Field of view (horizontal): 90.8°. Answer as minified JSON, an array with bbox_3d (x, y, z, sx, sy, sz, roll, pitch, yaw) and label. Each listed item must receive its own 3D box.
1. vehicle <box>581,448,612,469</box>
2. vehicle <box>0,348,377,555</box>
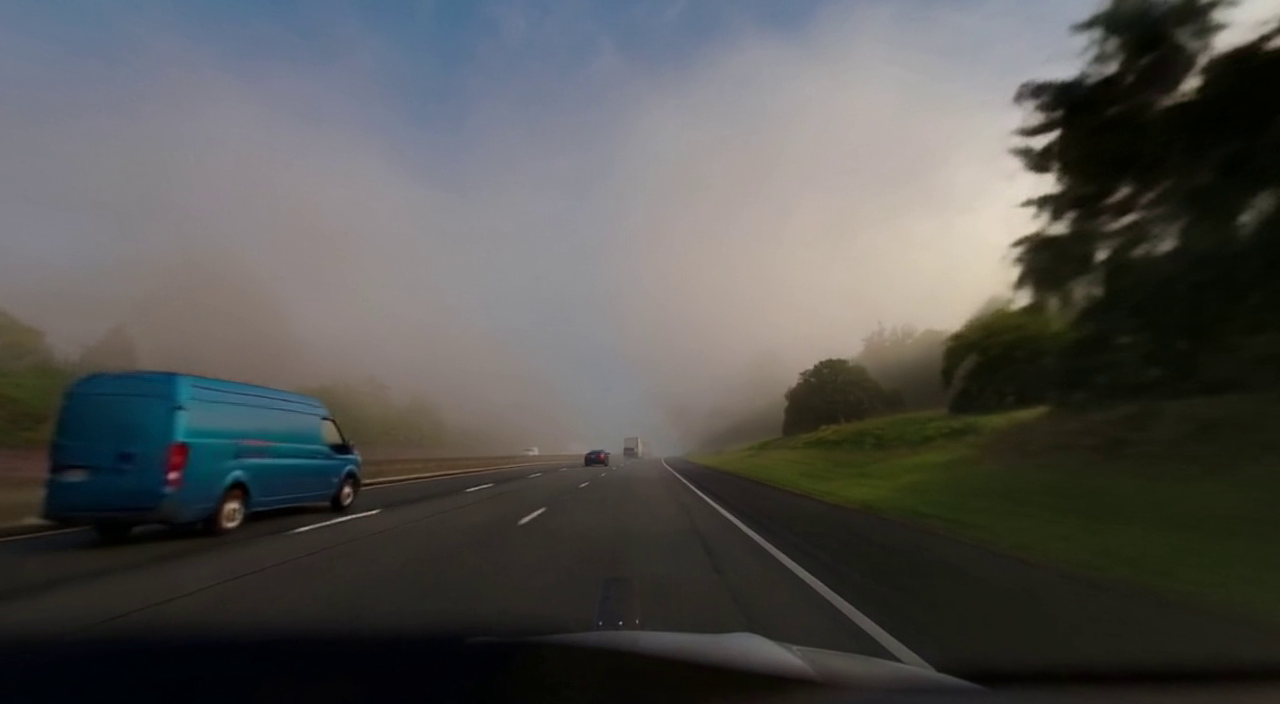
[{"bbox_3d":[-3.012,7.545,44.860,1.858,1.459,4.091,0,-9,1],"label":"vehicle"},{"bbox_3d":[-7.029,1.648,10.639,2.449,2.471,6.130,0,-9,0],"label":"vehicle"}]
